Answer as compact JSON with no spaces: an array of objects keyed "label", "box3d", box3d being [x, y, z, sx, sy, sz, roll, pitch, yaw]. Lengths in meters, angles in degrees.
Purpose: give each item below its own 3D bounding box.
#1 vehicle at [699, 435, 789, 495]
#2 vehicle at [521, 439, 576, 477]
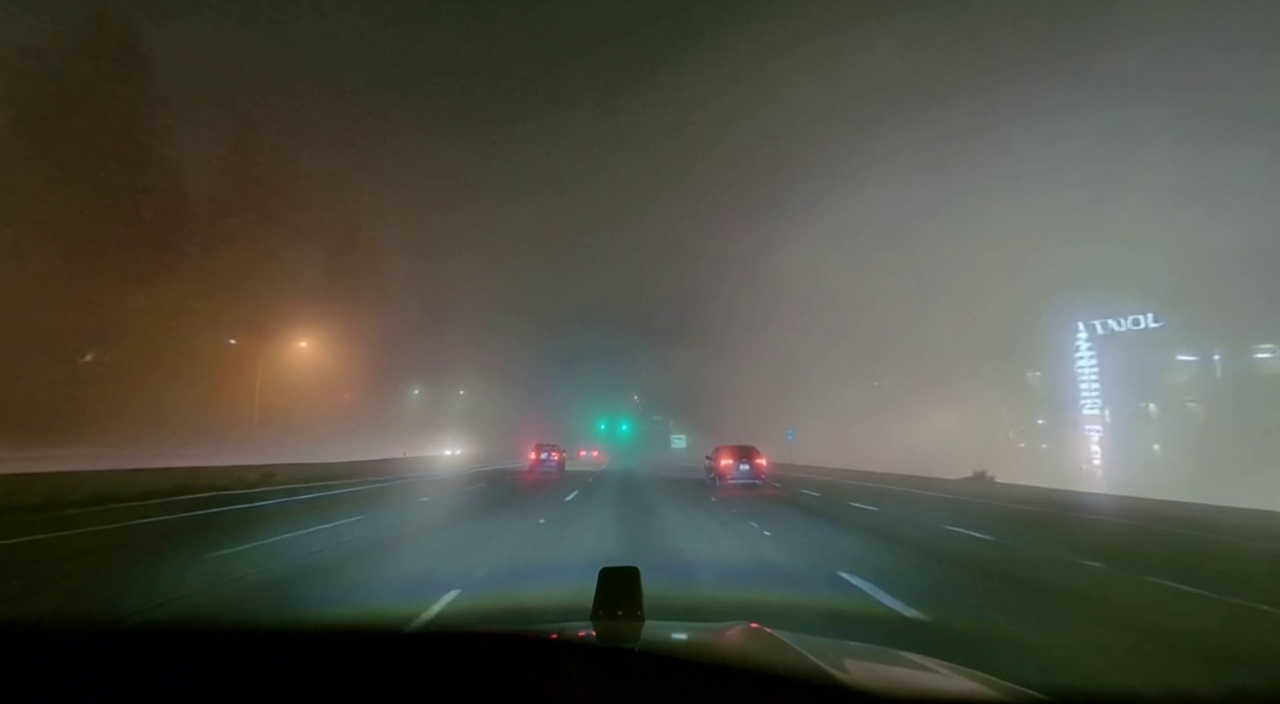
[{"label":"vehicle","box3d":[3.142,3.496,19.974,1.997,1.686,4.247,0,-8,-2]},{"label":"vehicle","box3d":[-4.578,5.390,32.406,2.176,1.779,4.755,0,-8,-1]}]
